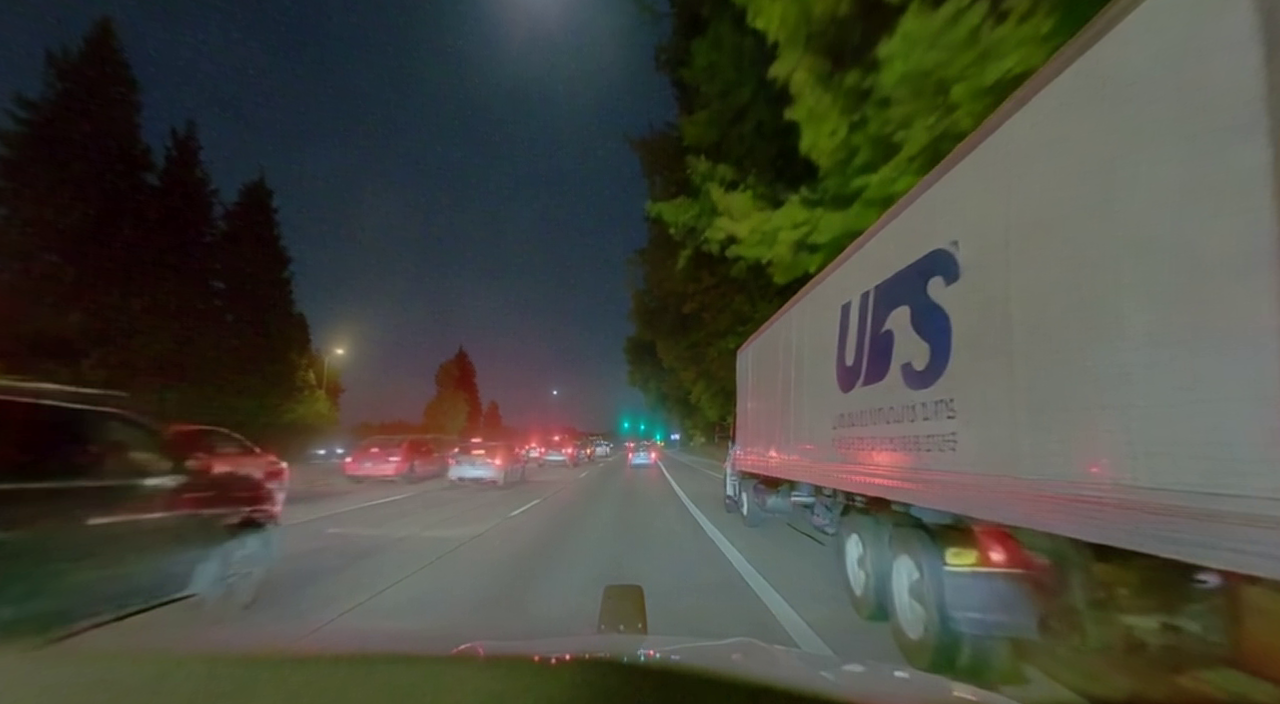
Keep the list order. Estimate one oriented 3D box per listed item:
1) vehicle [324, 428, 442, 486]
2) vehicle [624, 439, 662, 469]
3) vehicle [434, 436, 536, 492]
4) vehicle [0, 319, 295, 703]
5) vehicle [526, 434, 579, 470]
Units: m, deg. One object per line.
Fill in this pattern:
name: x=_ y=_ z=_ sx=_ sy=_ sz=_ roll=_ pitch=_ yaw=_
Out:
vehicle: x=-8.369 y=3.456 z=21.055 sx=1.959 sy=1.668 sz=4.557 roll=0 pitch=-8 yaw=1
vehicle: x=0.157 y=5.362 z=33.204 sx=1.875 sy=1.453 sz=3.888 roll=0 pitch=-8 yaw=0
vehicle: x=-4.520 y=3.317 z=19.084 sx=2.068 sy=1.480 sz=4.039 roll=0 pitch=-8 yaw=0
vehicle: x=-4.013 y=0.754 z=2.585 sx=2.242 sy=1.852 sz=5.201 roll=0 pitch=-8 yaw=0
vehicle: x=-4.480 y=5.215 z=33.099 sx=2.042 sy=1.713 sz=4.493 roll=-1 pitch=-8 yaw=2
